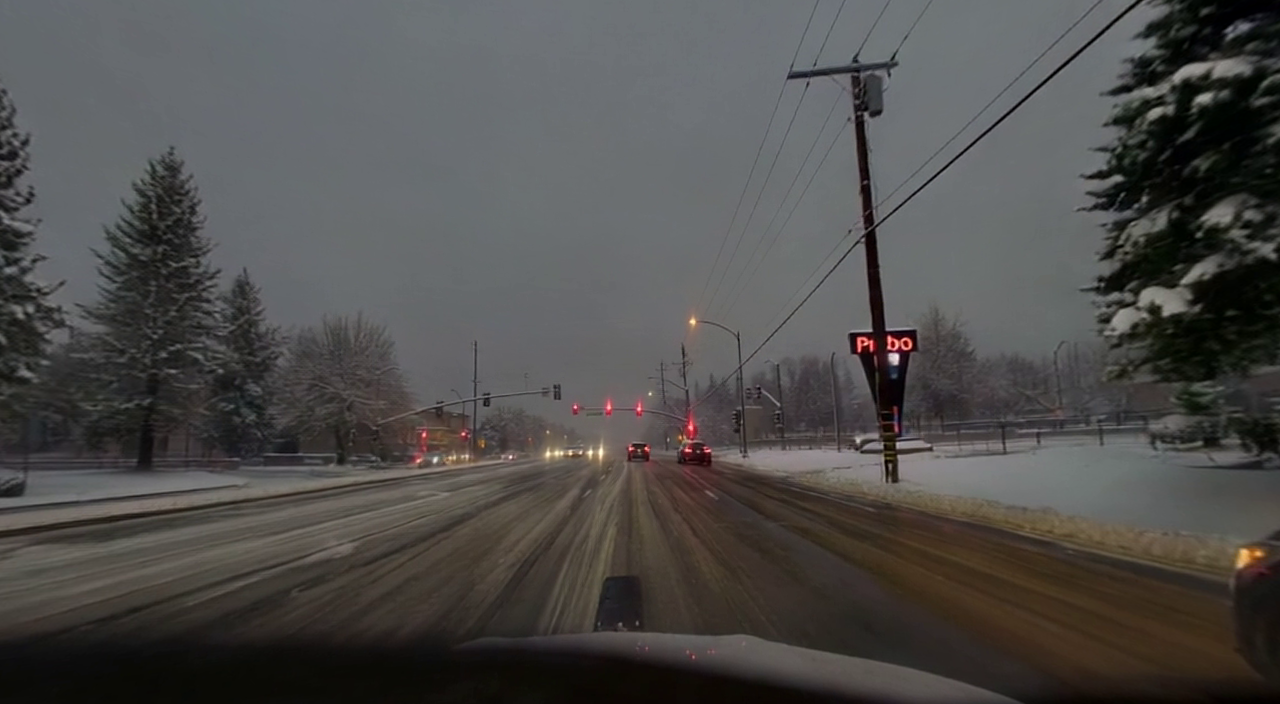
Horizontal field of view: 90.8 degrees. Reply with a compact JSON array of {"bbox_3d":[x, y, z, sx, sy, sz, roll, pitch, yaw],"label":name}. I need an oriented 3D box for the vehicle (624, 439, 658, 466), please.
[{"bbox_3d":[0.006,6.645,41.789,2.146,1.685,4.003,0,-9,-2],"label":"vehicle"}]

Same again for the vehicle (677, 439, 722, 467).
[{"bbox_3d":[3.684,6.370,39.992,2.198,1.660,4.512,0,-9,-2],"label":"vehicle"}]

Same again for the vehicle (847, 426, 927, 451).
[{"bbox_3d":[15.815,5.585,40.669,4.344,1.512,1.936,-1,-9,5],"label":"vehicle"}]

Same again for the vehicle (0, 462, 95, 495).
[{"bbox_3d":[-34.079,7.083,35.586,4.712,1.658,1.981,5,-10,-30],"label":"vehicle"}]

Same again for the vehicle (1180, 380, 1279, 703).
[{"bbox_3d":[3.842,0.638,0.985,1.889,1.572,4.605,0,-9,0],"label":"vehicle"}]
